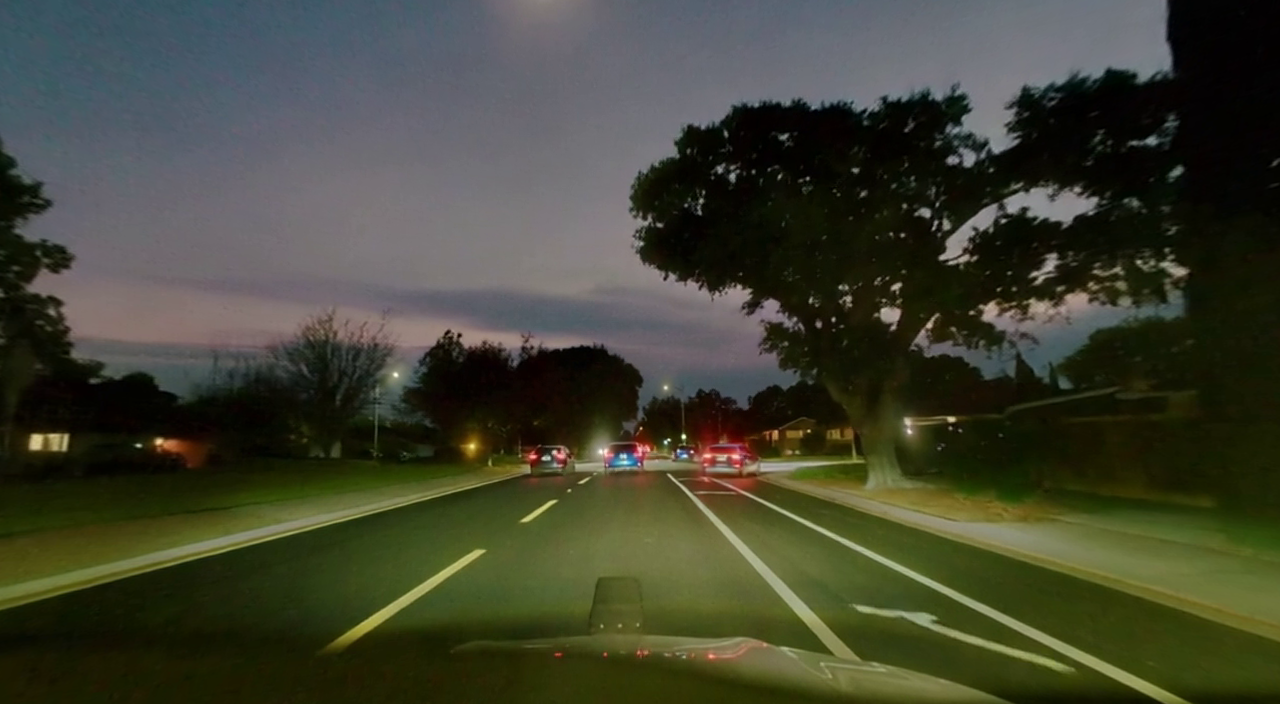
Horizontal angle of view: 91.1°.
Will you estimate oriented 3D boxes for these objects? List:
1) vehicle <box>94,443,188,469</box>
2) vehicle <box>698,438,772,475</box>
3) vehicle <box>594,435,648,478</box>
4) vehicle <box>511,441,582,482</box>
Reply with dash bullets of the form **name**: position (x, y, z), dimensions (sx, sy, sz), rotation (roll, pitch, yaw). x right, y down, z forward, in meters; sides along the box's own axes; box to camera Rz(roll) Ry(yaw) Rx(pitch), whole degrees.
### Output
- **vehicle**: position (-33.468, 6.961, 42.196), dimensions (4.600, 1.698, 1.993), rotation (0, -8, 3)
- **vehicle**: position (4.822, 5.176, 31.323), dimensions (2.192, 1.677, 4.820), rotation (-4, -9, 26)
- **vehicle**: position (-0.774, 4.620, 27.924), dimensions (2.220, 1.742, 4.047), rotation (0, -8, 1)
- **vehicle**: position (-3.532, 4.226, 24.541), dimensions (2.032, 1.433, 4.458), rotation (0, -8, 1)
